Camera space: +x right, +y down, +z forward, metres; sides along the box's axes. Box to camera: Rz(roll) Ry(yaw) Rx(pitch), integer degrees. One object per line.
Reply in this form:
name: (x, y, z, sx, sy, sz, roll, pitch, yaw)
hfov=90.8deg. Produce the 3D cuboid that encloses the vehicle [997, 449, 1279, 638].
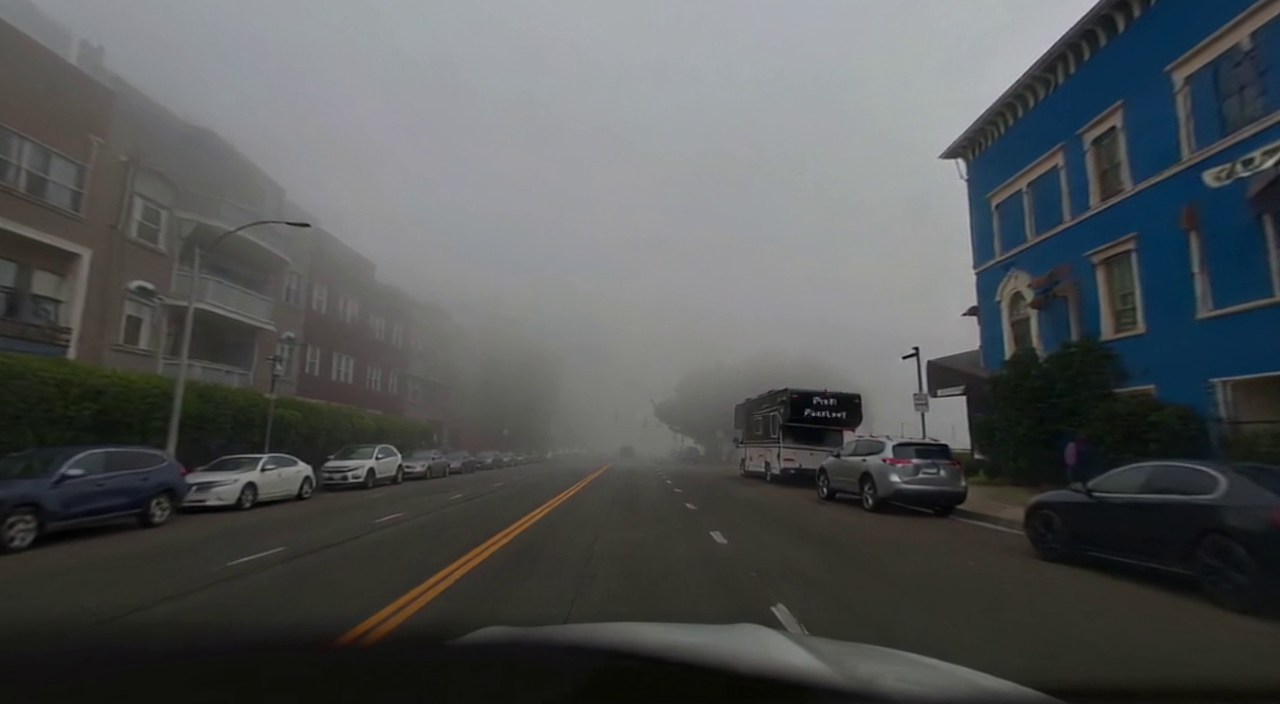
vehicle: (6.117, 1.792, 6.649, 1.939, 1.491, 4.521, 0, -8, -2)

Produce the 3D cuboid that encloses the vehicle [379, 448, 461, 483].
vehicle: (-10.105, 5.230, 29.476, 2.078, 1.427, 4.900, 0, -8, 0)

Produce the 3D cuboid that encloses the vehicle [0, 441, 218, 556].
vehicle: (-10.033, 2.343, 10.855, 2.230, 1.577, 4.871, 0, -8, -1)

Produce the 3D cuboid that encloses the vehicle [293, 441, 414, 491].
vehicle: (-10.093, 4.045, 22.746, 2.276, 1.597, 4.421, 0, -8, 0)

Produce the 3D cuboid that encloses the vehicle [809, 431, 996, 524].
vehicle: (5.895, 2.865, 15.161, 2.154, 1.804, 5.341, 0, -8, 0)

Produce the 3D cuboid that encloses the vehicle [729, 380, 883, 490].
vehicle: (5.960, 3.360, 25.012, 3.102, 3.473, 9.734, 0, -8, -2)

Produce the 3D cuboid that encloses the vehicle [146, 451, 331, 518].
vehicle: (-10.038, 3.303, 16.338, 1.802, 1.439, 4.546, 0, -8, 0)
